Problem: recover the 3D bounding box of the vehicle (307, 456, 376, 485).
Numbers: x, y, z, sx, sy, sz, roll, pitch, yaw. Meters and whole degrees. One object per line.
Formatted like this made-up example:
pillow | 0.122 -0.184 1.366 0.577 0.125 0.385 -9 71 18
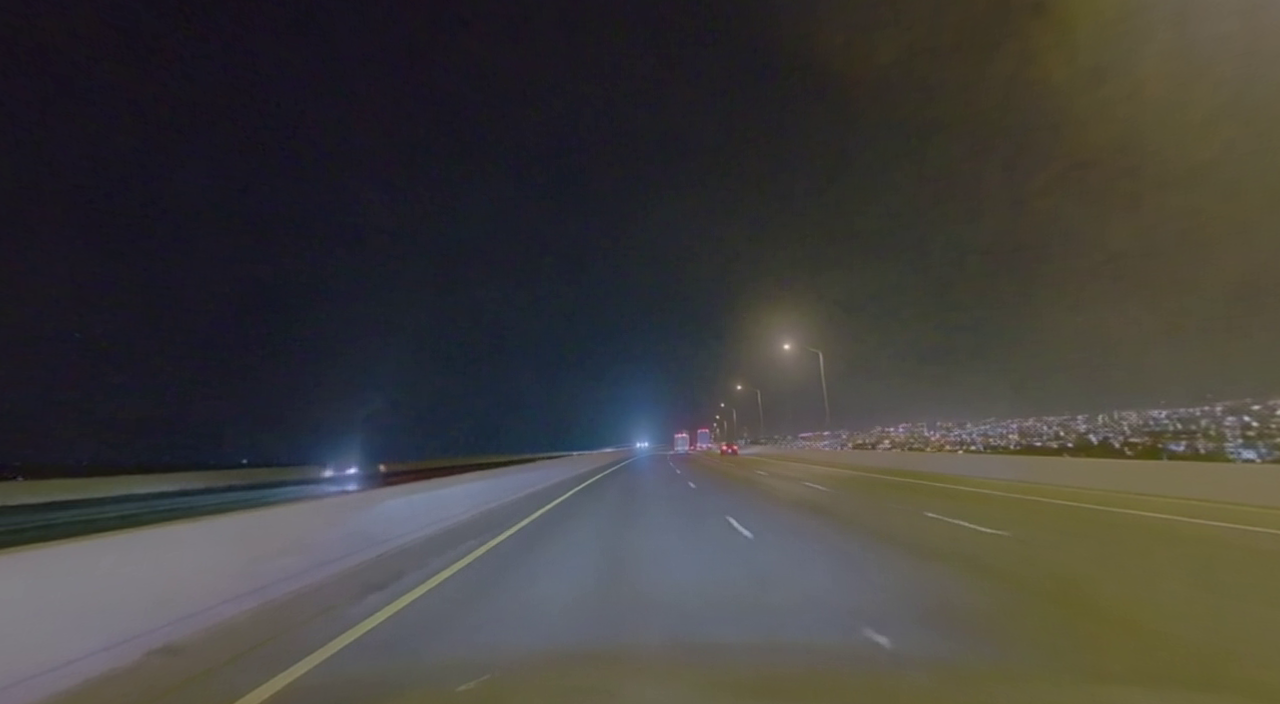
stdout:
vehicle | -16.889 6.717 35.707 1.877 1.480 4.009 0 -9 1
